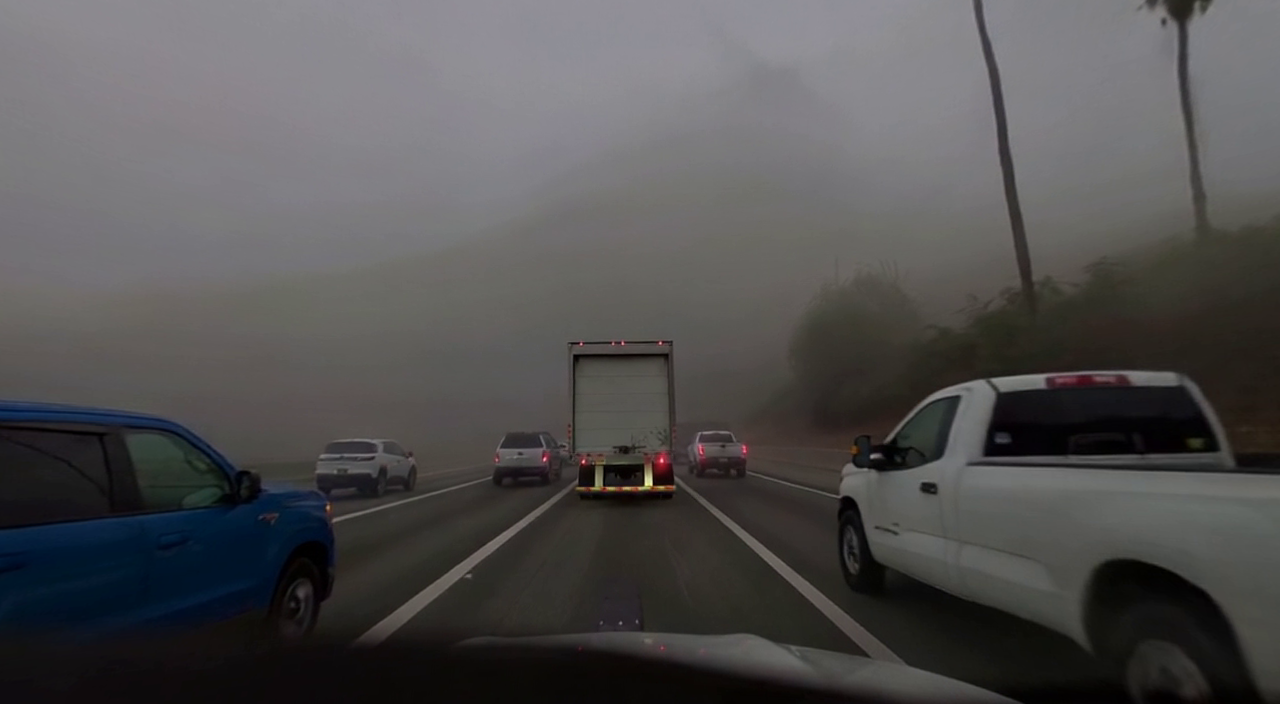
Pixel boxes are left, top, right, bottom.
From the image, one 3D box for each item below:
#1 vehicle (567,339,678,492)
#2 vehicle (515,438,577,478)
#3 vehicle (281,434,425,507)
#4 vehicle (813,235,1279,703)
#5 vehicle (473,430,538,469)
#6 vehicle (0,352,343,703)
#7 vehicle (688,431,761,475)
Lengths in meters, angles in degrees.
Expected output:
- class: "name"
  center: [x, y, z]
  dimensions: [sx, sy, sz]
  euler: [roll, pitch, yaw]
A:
- class: "vehicle"
  center: [-0.428, 2.441, 22.157]
  dimensions: [2.906, 4.040, 10.743]
  euler: [0, -8, 0]
- class: "vehicle"
  center: [-3.814, 4.366, 26.314]
  dimensions: [1.874, 1.475, 4.328]
  euler: [0, -8, 0]
- class: "vehicle"
  center: [-7.048, 2.929, 16.056]
  dimensions: [1.766, 1.585, 4.094]
  euler: [0, -8, -1]
- class: "vehicle"
  center: [2.627, 0.813, 2.801]
  dimensions: [2.098, 1.827, 5.538]
  euler: [0, -8, 0]
- class: "vehicle"
  center: [-7.354, 5.414, 35.183]
  dimensions: [2.344, 1.954, 5.579]
  euler: [-1, -8, 1]
- class: "vehicle"
  center: [-3.285, 0.931, 2.897]
  dimensions: [1.885, 1.654, 4.103]
  euler: [0, -8, -1]
- class: "vehicle"
  center: [2.915, 3.626, 22.901]
  dimensions: [1.859, 1.416, 4.695]
  euler: [0, -8, -2]
